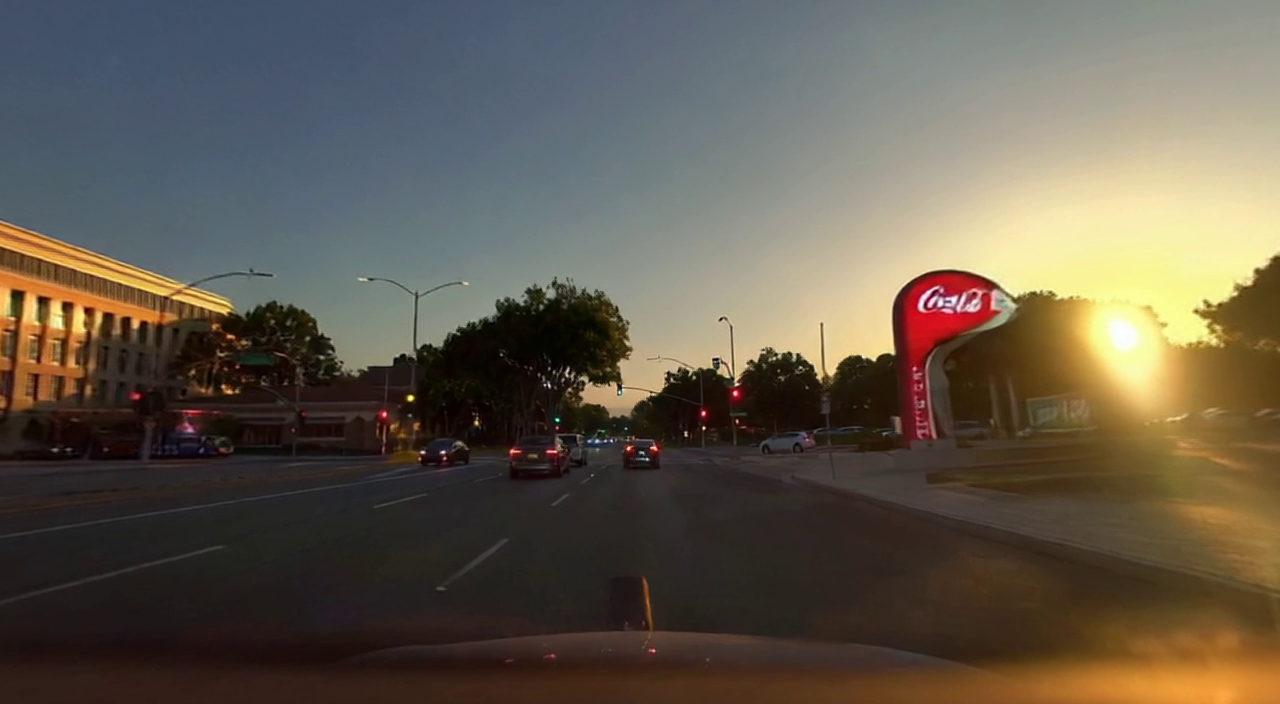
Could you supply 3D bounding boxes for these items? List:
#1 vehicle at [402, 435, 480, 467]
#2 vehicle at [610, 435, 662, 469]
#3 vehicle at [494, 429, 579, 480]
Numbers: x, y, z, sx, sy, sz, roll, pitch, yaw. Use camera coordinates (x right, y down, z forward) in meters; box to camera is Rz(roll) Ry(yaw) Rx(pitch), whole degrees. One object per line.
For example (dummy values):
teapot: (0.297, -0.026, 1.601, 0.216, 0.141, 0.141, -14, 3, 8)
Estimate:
vehicle: (-9.631, 4.832, 30.921, 2.096, 1.474, 4.585, -1, -8, 3)
vehicle: (-0.113, 4.692, 29.886, 2.258, 1.507, 3.896, -1, -8, 2)
vehicle: (-3.344, 3.437, 21.314, 2.029, 1.517, 4.375, 0, -8, 1)
